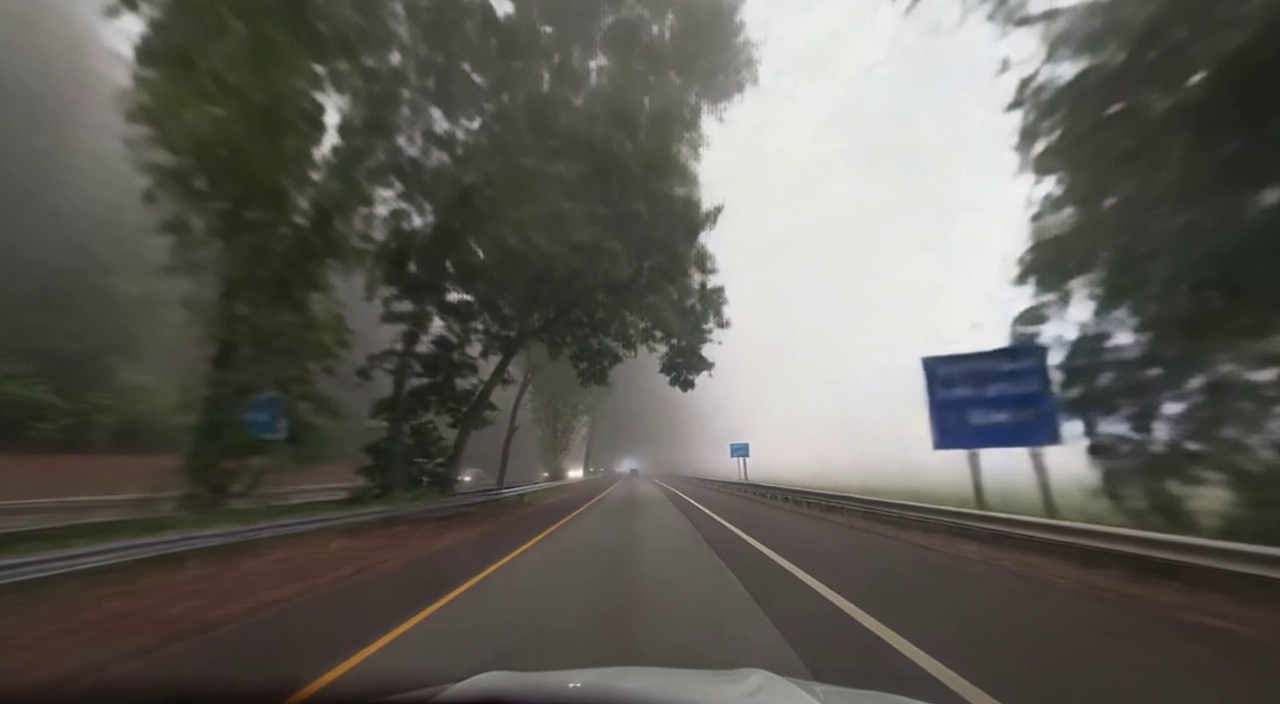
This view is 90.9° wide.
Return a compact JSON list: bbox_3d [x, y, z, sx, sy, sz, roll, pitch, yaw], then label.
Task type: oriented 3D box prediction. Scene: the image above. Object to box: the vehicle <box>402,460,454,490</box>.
[{"bbox_3d":[-13.502,7.850,40.367,1.869,1.724,4.230,1,-10,0],"label":"vehicle"}]
